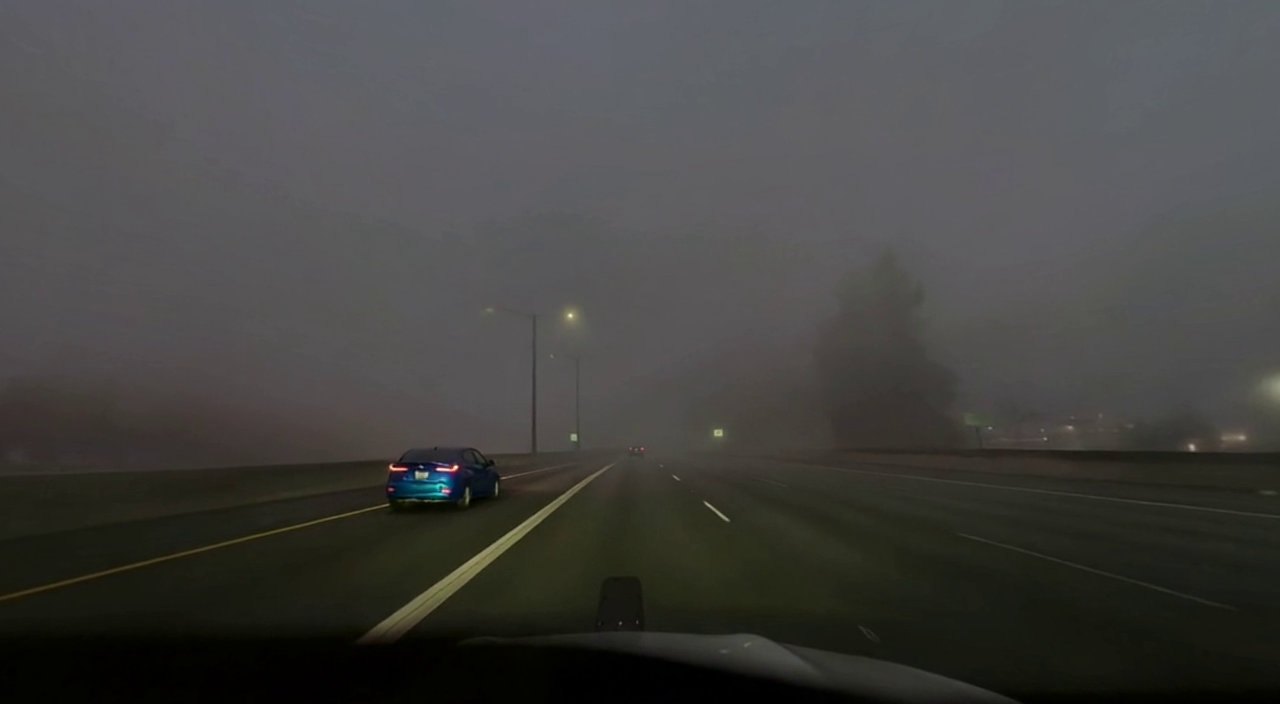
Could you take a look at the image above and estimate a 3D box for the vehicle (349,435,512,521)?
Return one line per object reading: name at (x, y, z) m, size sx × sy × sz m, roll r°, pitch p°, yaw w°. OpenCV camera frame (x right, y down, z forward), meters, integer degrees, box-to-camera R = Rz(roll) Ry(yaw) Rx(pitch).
vehicle at (-4.133, 2.545, 13.347) m, size 1.900 × 1.492 × 4.495 m, roll 0°, pitch -9°, yaw 0°
